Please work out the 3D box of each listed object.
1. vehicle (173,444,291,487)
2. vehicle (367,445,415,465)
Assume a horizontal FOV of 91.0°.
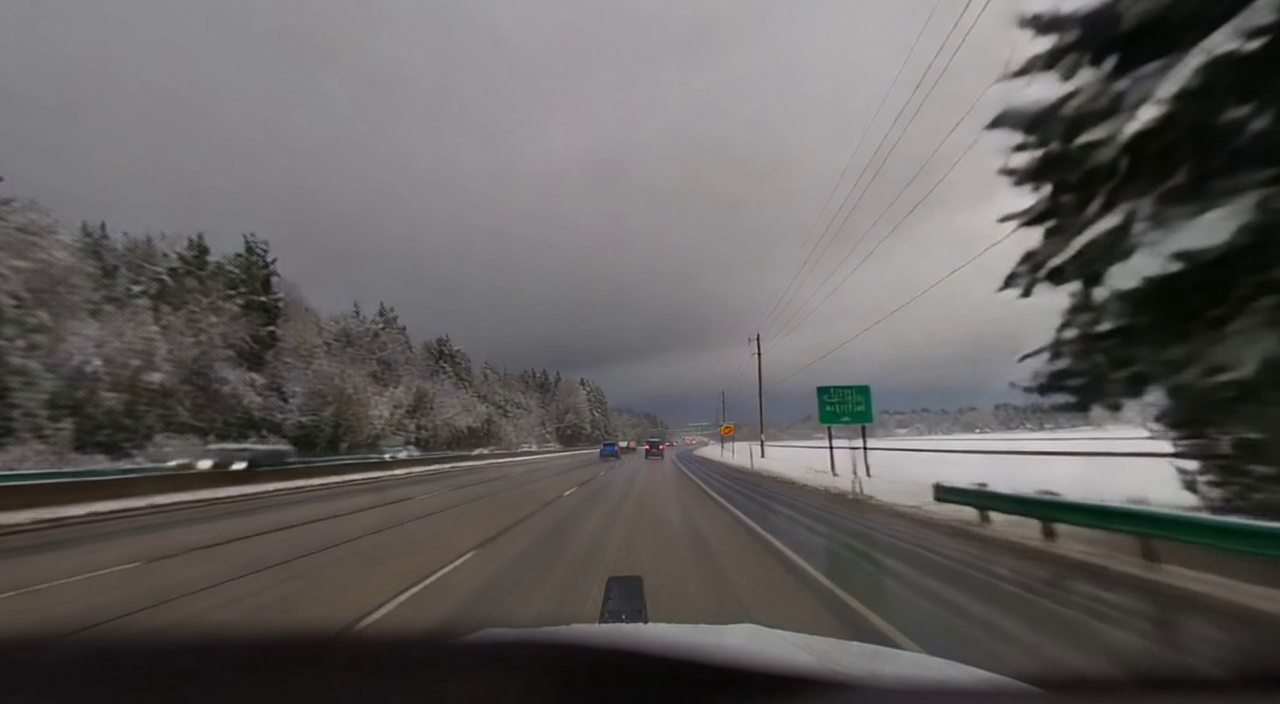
[{"bbox_3d":[-15.646,4.348,24.445,1.893,1.494,3.933,0,-8,1],"label":"vehicle"},{"bbox_3d":[-19.180,7.952,48.690,1.847,1.442,4.222,0,-8,2],"label":"vehicle"}]
